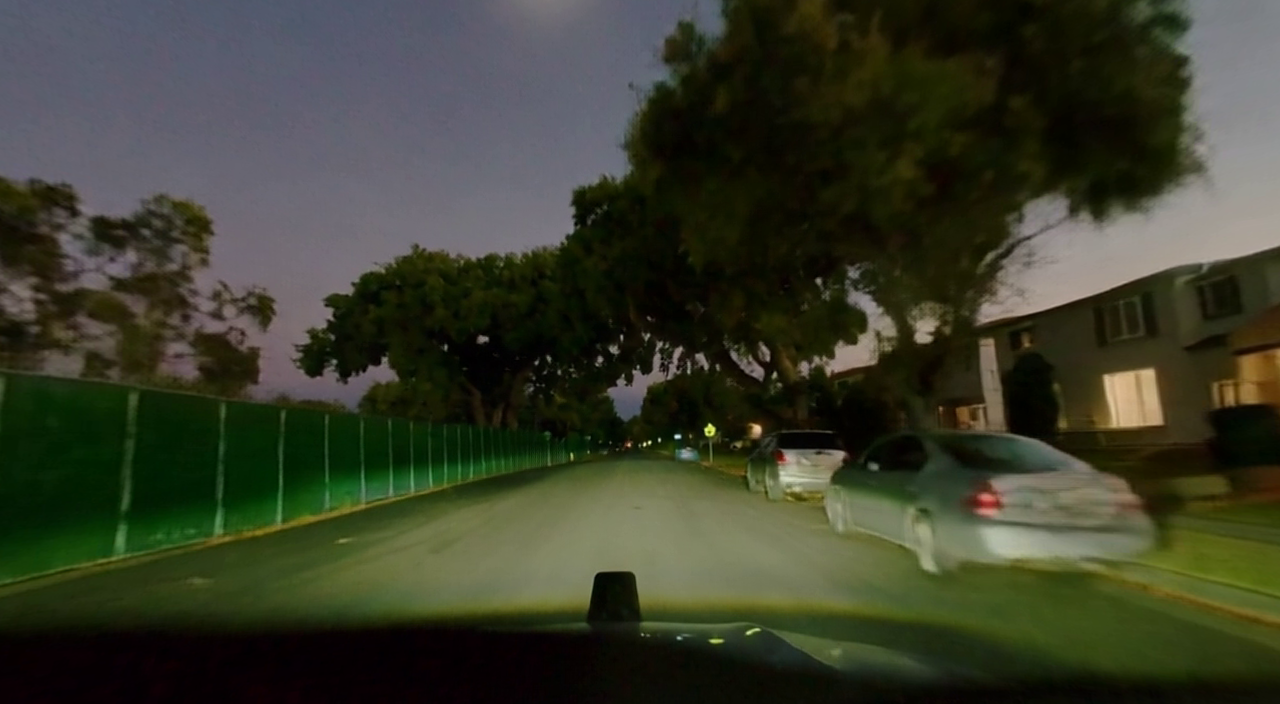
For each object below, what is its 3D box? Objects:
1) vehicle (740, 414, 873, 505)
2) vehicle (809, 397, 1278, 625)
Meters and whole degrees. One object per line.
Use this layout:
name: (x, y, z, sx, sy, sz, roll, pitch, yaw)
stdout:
vehicle: (4.099, 2.727, 16.407, 2.220, 2.045, 4.139, 0, -8, -1)
vehicle: (3.636, 1.522, 7.167, 2.122, 1.673, 4.876, 0, -8, 1)
